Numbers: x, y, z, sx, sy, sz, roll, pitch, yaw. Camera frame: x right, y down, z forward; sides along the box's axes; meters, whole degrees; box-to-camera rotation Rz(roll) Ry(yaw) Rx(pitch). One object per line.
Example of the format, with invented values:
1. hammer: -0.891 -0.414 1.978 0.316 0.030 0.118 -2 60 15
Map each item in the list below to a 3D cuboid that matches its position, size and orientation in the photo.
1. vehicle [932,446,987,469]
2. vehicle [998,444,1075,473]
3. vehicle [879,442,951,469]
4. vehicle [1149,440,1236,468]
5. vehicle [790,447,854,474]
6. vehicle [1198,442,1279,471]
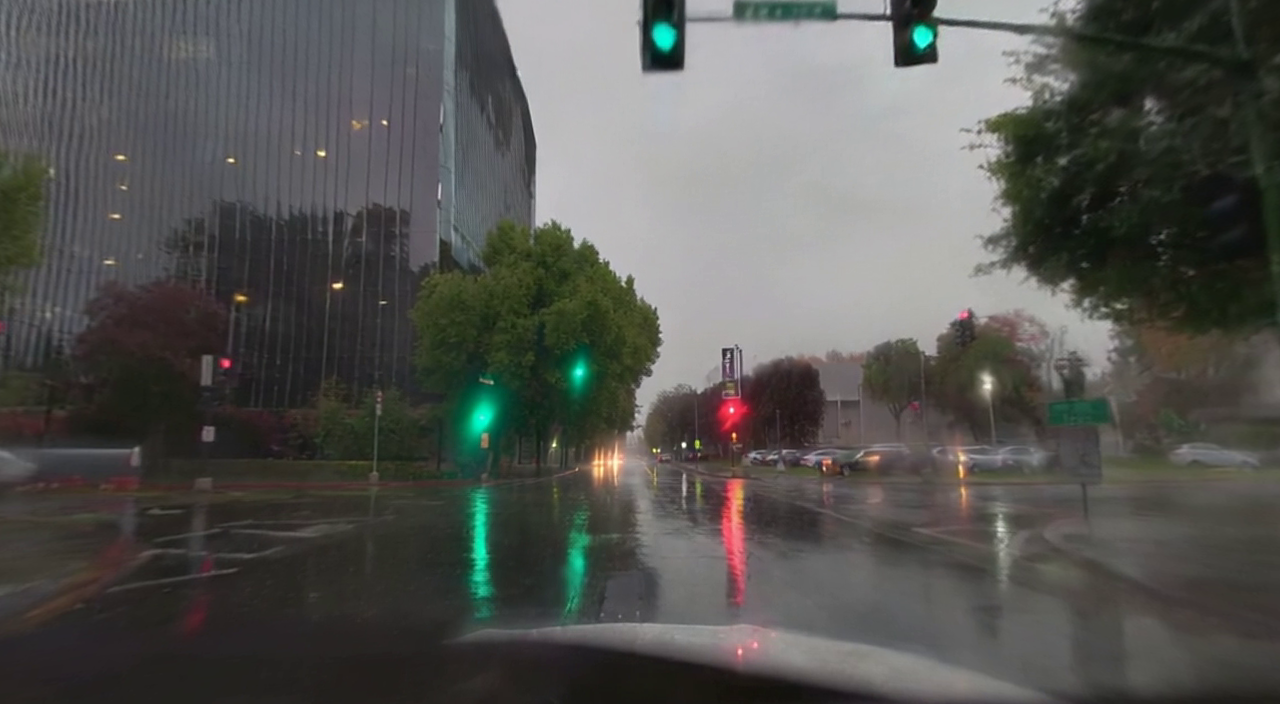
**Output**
1. vehicle: 21.880 7.211 43.074 1.923 1.463 3.758 -1 -8 3
2. vehicle: 20.975 5.614 33.315 1.851 1.388 3.475 0 -8 1
3. vehicle: 16.966 6.346 38.595 4.522 1.546 1.941 6 -11 -35
4. vehicle: 29.022 5.363 33.026 1.591 1.332 3.202 -2 -9 1
5. vehicle: 11.160 6.597 38.184 1.955 1.508 4.295 -8 -12 42
6. vehicle: 31.444 5.421 32.669 1.612 1.402 3.320 -1 -9 0
